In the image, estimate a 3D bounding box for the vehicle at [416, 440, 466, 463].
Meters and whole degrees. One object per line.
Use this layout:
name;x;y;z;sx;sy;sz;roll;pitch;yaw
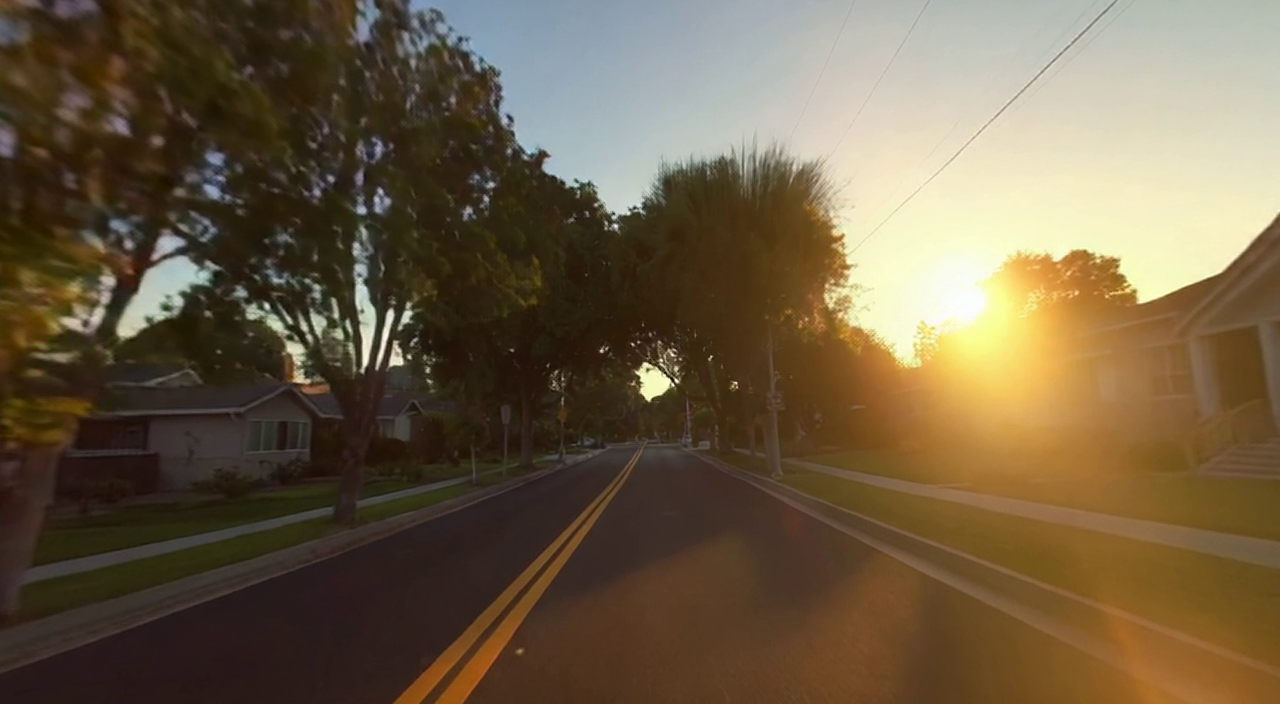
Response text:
vehicle;-13.836;6.936;44.142;1.830;1.495;4.641;0;-9;2

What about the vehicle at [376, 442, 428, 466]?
vehicle;-16.691;7.123;44.357;1.903;1.500;4.214;-2;-8;2
